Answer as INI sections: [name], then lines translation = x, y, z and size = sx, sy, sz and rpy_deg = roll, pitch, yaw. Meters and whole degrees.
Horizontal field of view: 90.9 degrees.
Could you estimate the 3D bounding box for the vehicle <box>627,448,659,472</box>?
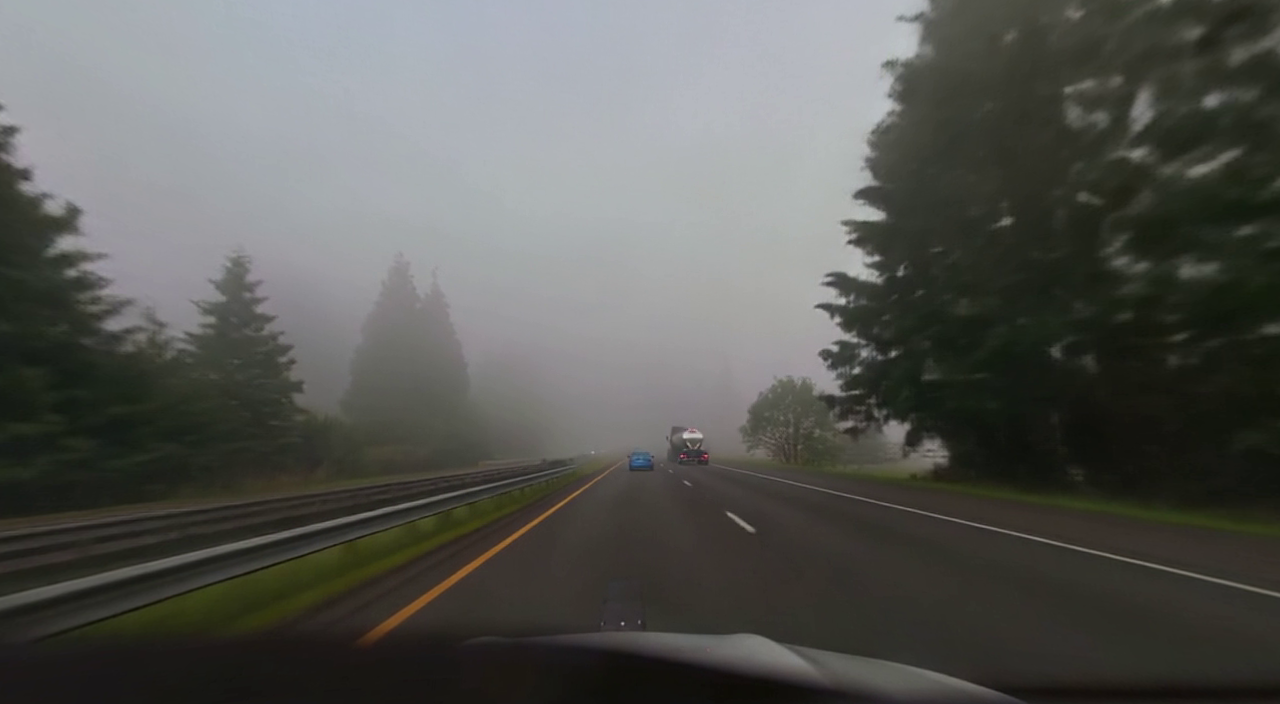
[vehicle]
translation = 0.177, 6.656, 38.956
size = 1.926, 1.386, 3.615
rpy_deg = 0, -9, 0
